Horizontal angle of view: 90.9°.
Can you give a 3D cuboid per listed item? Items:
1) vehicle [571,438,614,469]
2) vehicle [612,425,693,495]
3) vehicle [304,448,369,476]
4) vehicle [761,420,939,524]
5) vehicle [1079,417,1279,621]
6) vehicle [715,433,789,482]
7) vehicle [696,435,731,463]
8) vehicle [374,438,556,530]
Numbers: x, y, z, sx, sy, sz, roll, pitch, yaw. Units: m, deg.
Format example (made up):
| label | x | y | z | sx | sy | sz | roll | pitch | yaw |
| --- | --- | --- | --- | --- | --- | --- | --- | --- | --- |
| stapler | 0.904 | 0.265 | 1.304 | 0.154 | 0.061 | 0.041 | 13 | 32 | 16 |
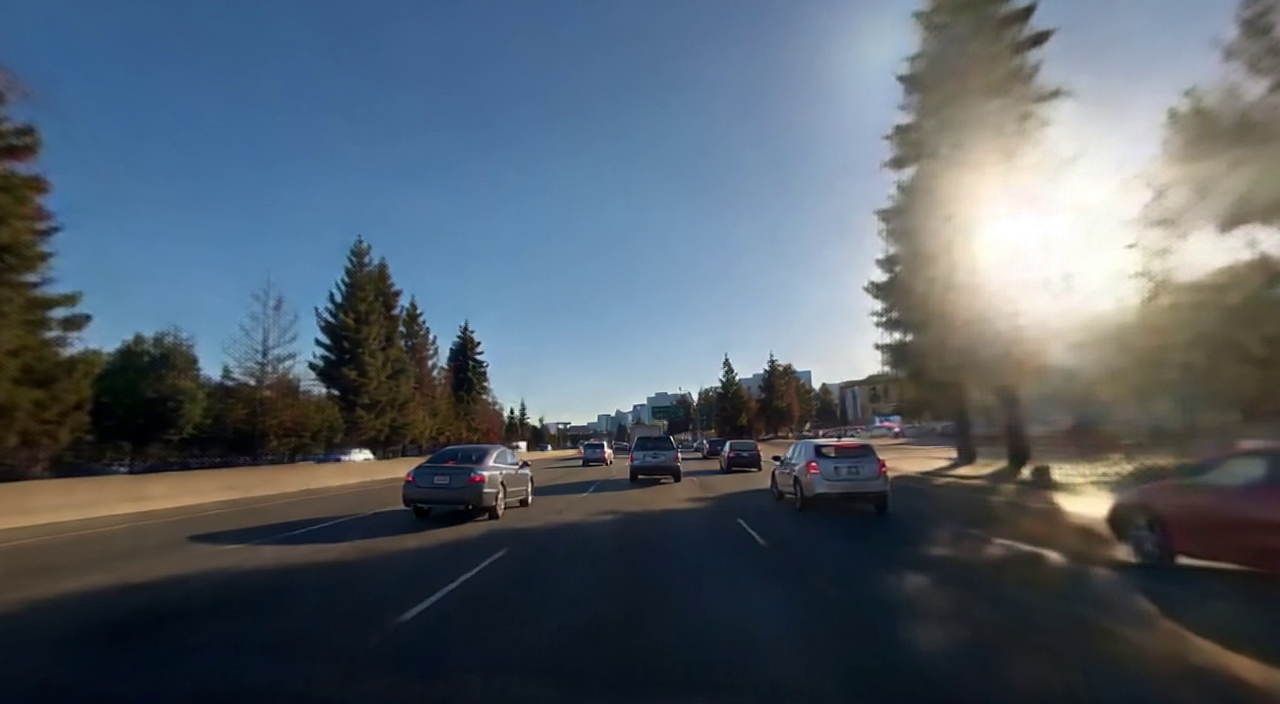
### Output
| label | x | y | z | sx | sy | sz | roll | pitch | yaw |
| --- | --- | --- | --- | --- | --- | --- | --- | --- | --- |
| vehicle | -2.687 | 5.880 | 36.697 | 1.951 | 1.694 | 4.188 | -1 | -8 | 3 |
| vehicle | 0.384 | 3.193 | 19.024 | 2.153 | 1.805 | 4.631 | -1 | -8 | 1 |
| vehicle | -20.209 | 7.311 | 42.177 | 1.950 | 1.718 | 4.492 | -1 | -8 | 2 |
| vehicle | 3.932 | 2.338 | 12.811 | 2.156 | 1.701 | 4.494 | -1 | -8 | 1 |
| vehicle | 5.691 | 1.190 | 4.440 | 2.053 | 1.473 | 4.383 | -1 | -8 | 1 |
| vehicle | 4.140 | 3.974 | 24.028 | 2.094 | 1.676 | 4.309 | -1 | -8 | 1 |
| vehicle | 5.002 | 6.680 | 43.420 | 2.039 | 1.832 | 3.989 | -1 | -8 | 2 |
| vehicle | -3.128 | 2.465 | 12.564 | 1.965 | 1.443 | 4.968 | -1 | -8 | 3 |
